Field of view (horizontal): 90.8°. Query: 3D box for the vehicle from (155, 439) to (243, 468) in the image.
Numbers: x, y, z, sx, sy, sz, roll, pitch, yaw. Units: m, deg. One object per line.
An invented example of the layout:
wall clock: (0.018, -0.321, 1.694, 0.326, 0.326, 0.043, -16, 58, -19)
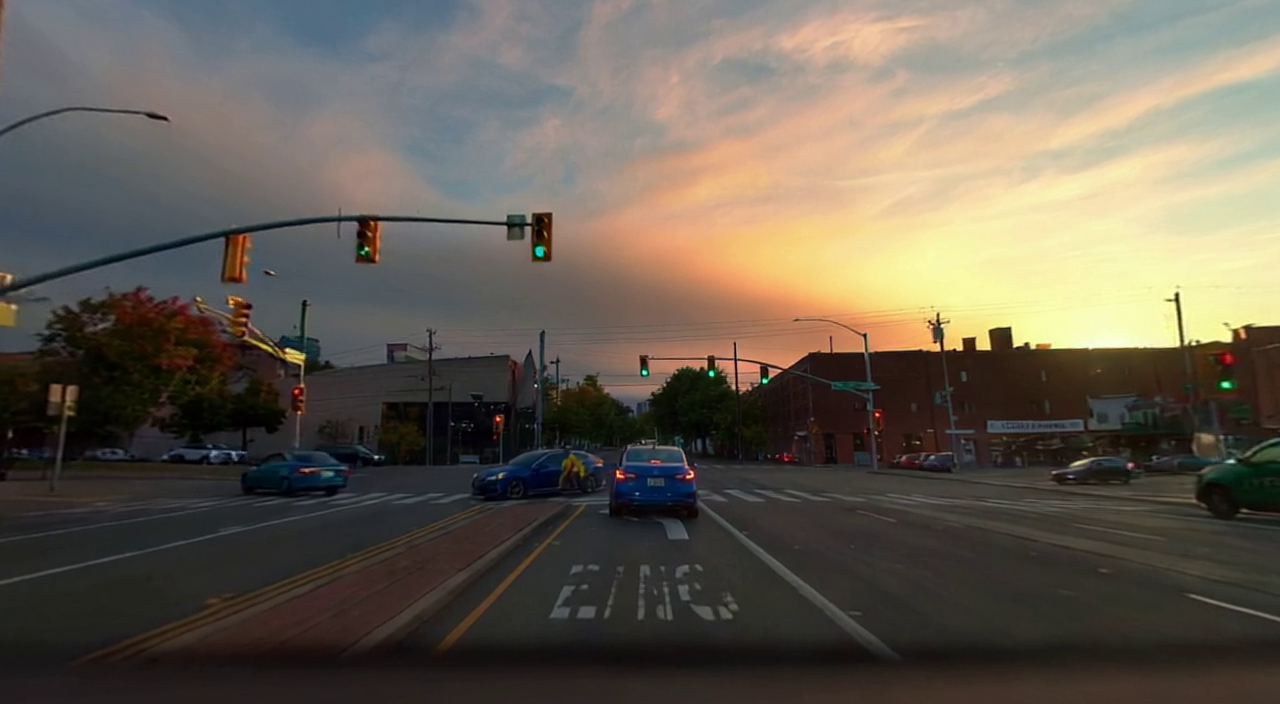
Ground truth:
vehicle: (-30.764, 7.056, 44.200, 1.999, 1.702, 4.557, -2, -7, 29)

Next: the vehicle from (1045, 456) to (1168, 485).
vehicle: (23.593, 5.988, 32.042, 4.684, 1.412, 1.995, 0, -9, -2)

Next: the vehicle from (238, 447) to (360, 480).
vehicle: (-15.511, 5.088, 28.879, 4.531, 1.434, 1.841, -1, -9, 4)

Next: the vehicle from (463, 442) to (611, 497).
vehicle: (-3.342, 3.640, 20.007, 4.626, 1.489, 2.213, -8, -12, 42)

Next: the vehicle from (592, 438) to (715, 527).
vehicle: (0.184, 2.533, 12.831, 2.067, 1.471, 4.241, 0, -9, -1)
